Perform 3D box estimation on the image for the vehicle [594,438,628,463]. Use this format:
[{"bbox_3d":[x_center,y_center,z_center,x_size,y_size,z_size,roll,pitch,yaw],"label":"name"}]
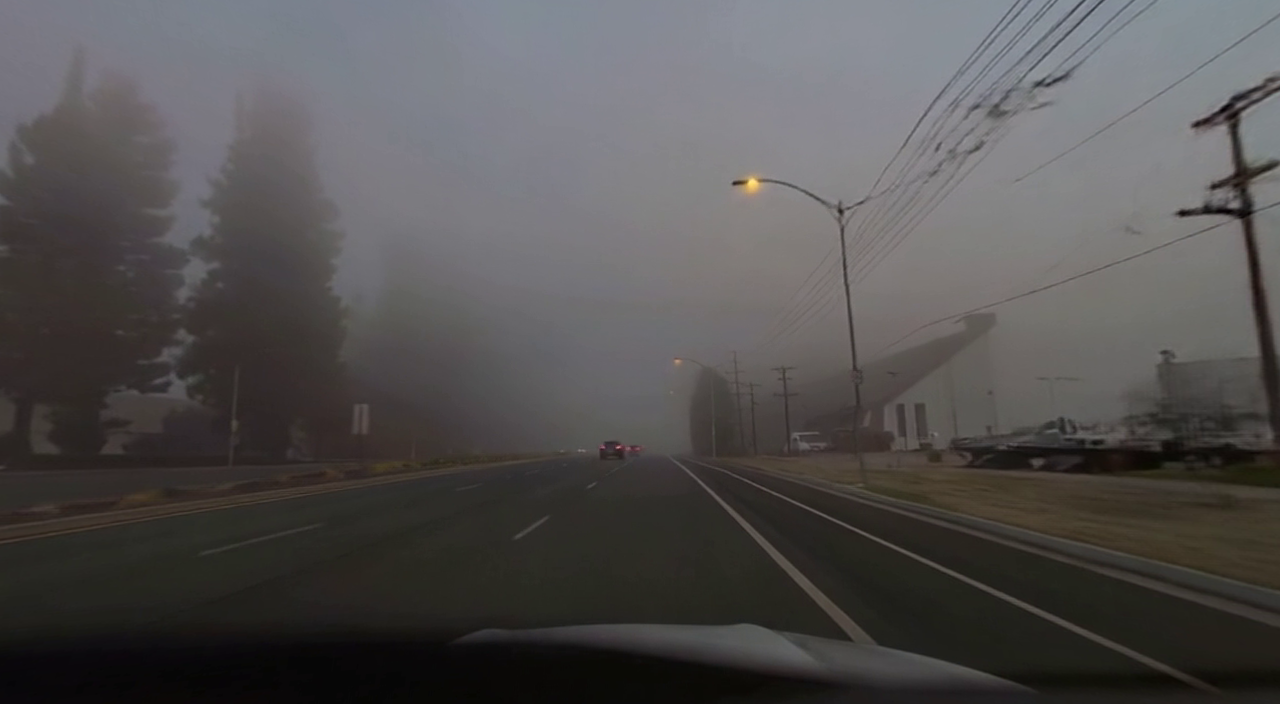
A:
[{"bbox_3d":[-2.042,7.038,45.216,2.121,1.654,3.993,0,-8,2],"label":"vehicle"}]
